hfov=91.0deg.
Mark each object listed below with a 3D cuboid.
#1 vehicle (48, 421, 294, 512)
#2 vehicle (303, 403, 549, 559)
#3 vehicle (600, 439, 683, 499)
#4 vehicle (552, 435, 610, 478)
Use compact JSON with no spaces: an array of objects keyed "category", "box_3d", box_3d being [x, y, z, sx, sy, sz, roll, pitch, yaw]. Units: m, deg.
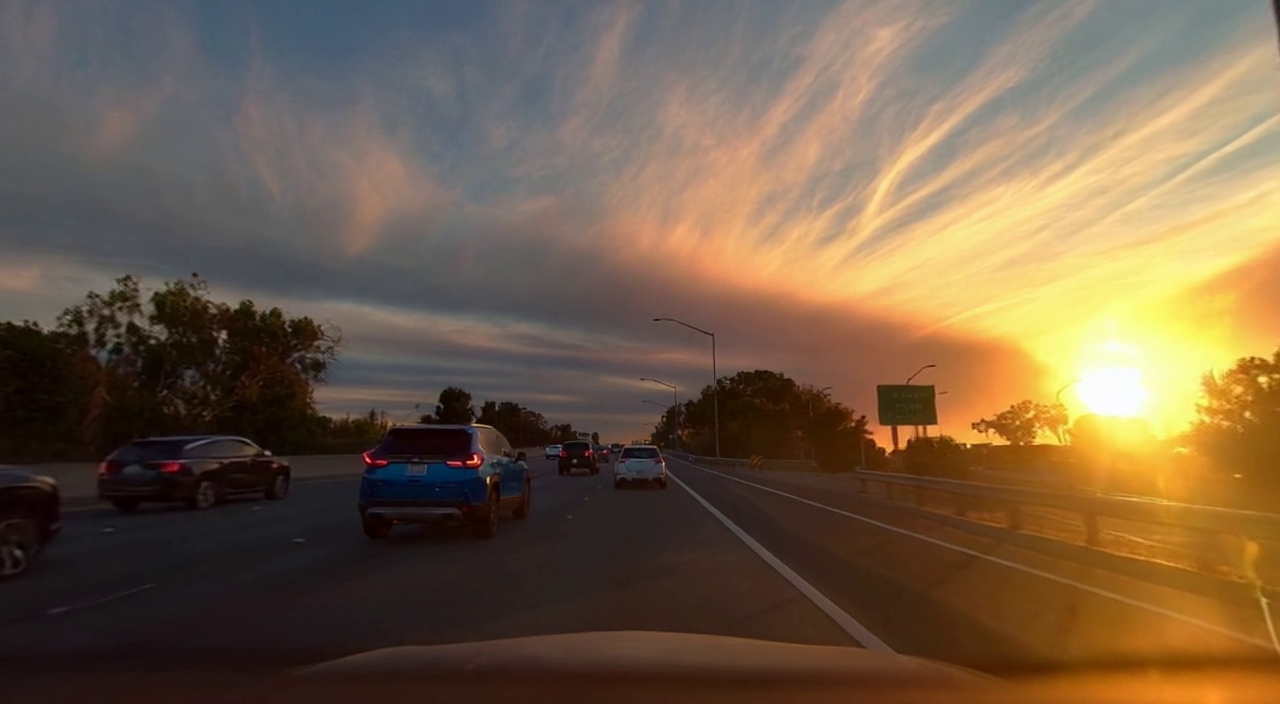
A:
[{"category":"vehicle","box_3d":[-10.486,2.597,14.706,2.011,1.751,4.712,0,-9,1]},{"category":"vehicle","box_3d":[-2.804,1.812,9.453,2.123,1.798,4.108,0,-9,2]},{"category":"vehicle","box_3d":[0.004,3.239,17.813,2.068,1.488,4.045,0,-9,-1]},{"category":"vehicle","box_3d":[-2.584,4.709,28.564,2.125,1.771,4.721,0,-9,0]}]
